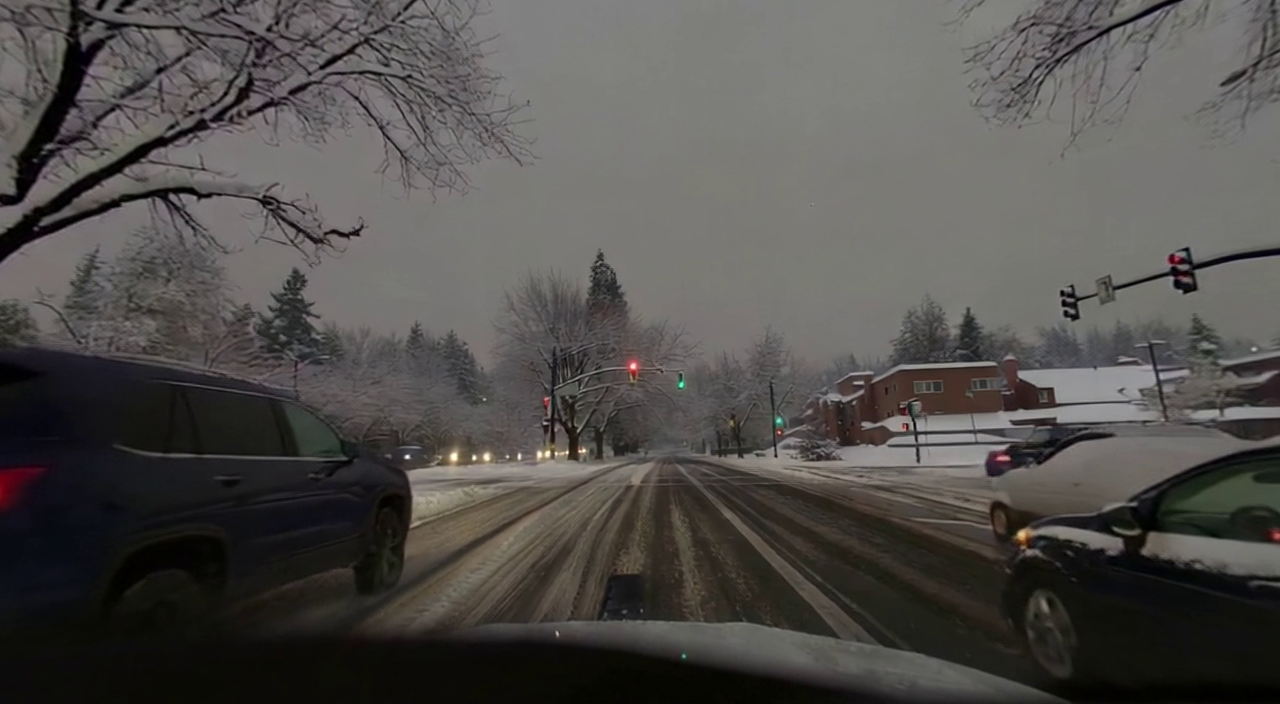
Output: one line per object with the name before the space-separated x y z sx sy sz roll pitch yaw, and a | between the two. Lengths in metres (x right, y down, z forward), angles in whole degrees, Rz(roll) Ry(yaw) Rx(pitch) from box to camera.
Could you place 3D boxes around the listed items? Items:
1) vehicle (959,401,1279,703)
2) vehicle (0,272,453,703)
vehicle | 3.106 0.869 1.892 1.990 1.454 4.490 0 -8 1
vehicle | -3.252 1.020 4.523 2.231 1.898 4.985 0 -8 0
